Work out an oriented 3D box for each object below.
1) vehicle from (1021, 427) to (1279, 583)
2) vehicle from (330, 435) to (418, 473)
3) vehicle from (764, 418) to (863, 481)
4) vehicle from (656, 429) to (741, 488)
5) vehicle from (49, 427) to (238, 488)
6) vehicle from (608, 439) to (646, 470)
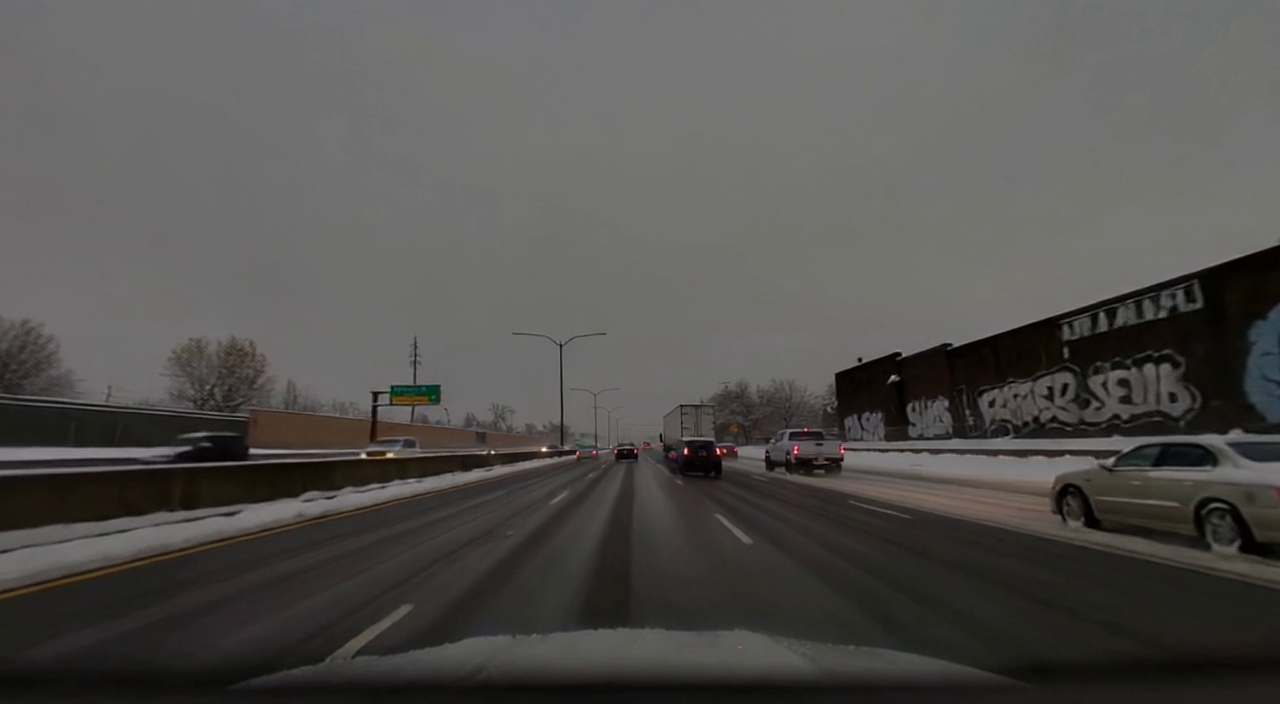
[{"bbox_3d":[7.058,1.703,7.637,1.915,1.476,4.677,0,-9,-1],"label":"vehicle"},{"bbox_3d":[-13.025,5.039,31.350,2.309,1.726,4.818,0,-9,-1],"label":"vehicle"},{"bbox_3d":[7.174,4.152,27.058,2.322,2.360,6.433,0,-9,-1],"label":"vehicle"},{"bbox_3d":[1.927,3.778,22.697,2.249,1.843,5.176,0,-9,-4],"label":"vehicle"},{"bbox_3d":[-17.379,3.746,22.637,2.272,1.893,5.579,0,-9,-1],"label":"vehicle"},{"bbox_3d":[-0.755,5.905,36.493,2.073,1.640,3.990,0,-9,-1],"label":"vehicle"}]
